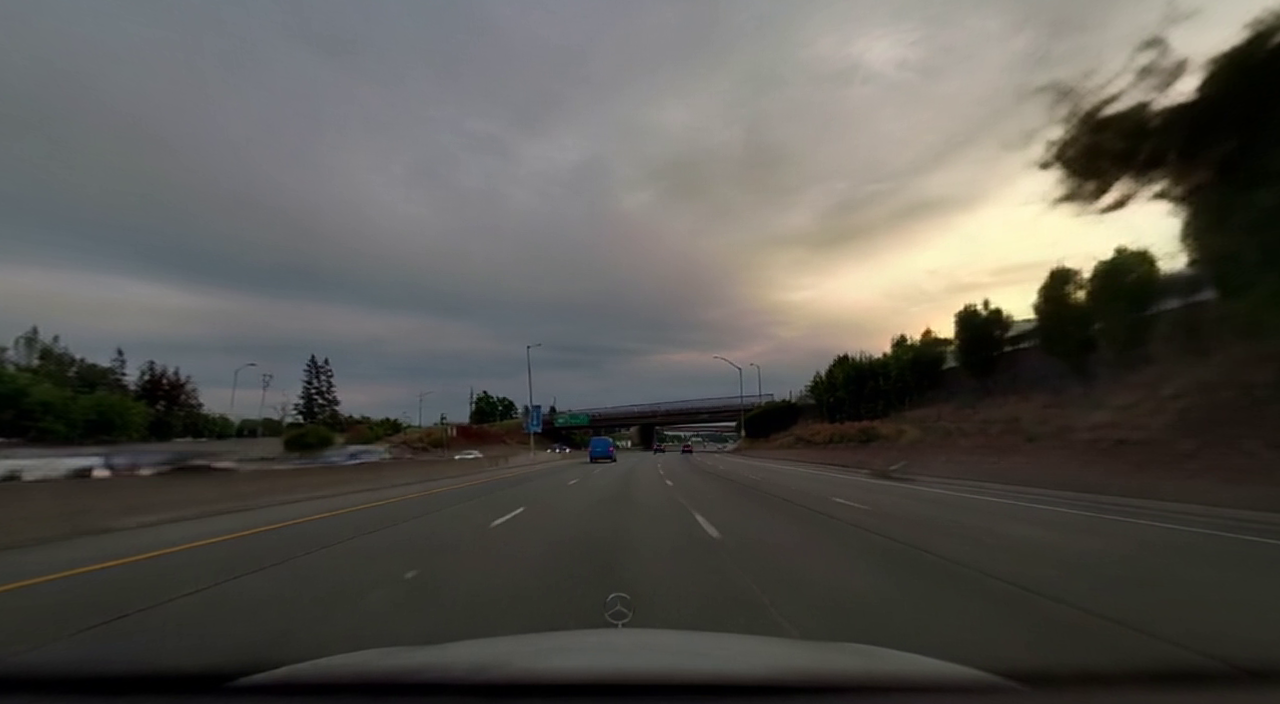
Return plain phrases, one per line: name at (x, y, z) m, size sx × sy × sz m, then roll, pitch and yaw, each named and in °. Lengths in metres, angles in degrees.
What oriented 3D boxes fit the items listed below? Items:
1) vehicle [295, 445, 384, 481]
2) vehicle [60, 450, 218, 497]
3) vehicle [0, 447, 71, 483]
vehicle at (-13.548, 4.989, 28.768) m, size 1.944 × 1.507 × 3.985 m, roll 0°, pitch -8°, yaw 2°
vehicle at (-17.810, 4.305, 22.791) m, size 1.905 × 1.474 × 4.495 m, roll 0°, pitch -8°, yaw 2°
vehicle at (-31.188, 5.542, 30.997) m, size 1.916 × 1.679 × 4.547 m, roll -1°, pitch -8°, yaw 7°
